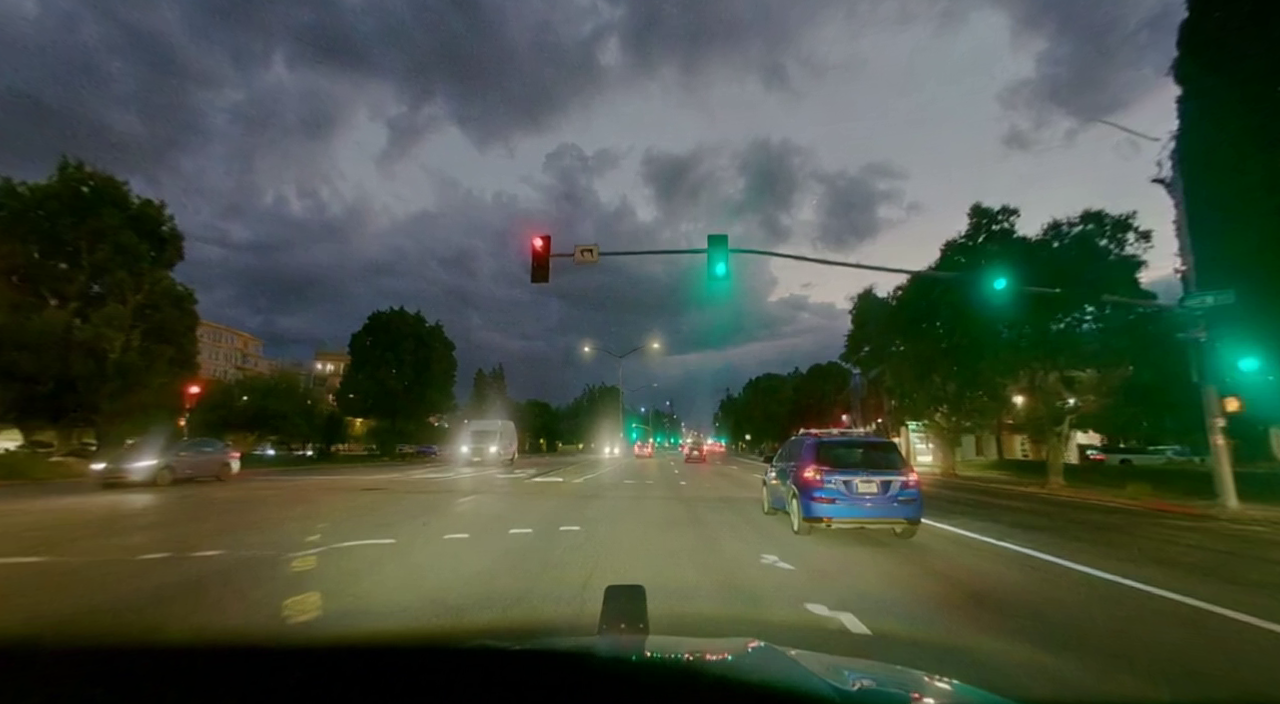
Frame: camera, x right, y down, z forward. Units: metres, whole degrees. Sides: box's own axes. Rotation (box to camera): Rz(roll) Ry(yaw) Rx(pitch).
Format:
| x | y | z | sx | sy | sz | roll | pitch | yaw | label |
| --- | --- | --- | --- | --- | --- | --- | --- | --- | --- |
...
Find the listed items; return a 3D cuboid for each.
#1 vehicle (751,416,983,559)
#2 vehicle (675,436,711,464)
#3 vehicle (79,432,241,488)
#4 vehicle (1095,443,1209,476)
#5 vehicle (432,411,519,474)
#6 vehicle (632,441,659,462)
| x | y | z | sx | sy | sz | roll | pitch | yaw | label |
| --- | --- | --- | --- | --- | --- | --- | --- | --- | --- |
| 2.973 | 1.855 | 9.302 | 1.901 | 1.634 | 3.952 | 0 | -8 | 0 | vehicle |
| 3.730 | 6.969 | 44.802 | 2.154 | 1.844 | 4.634 | 0 | -8 | 0 | vehicle |
| -17.159 | 3.883 | 22.940 | 2.053 | 1.797 | 4.750 | 0 | -8 | 1 | vehicle |
| 27.968 | 5.863 | 34.680 | 2.070 | 1.687 | 4.705 | 1 | -8 | -4 | vehicle |
| -8.358 | 4.759 | 33.004 | 2.524 | 2.885 | 6.868 | 1 | -8 | 1 | vehicle |
| 0.396 | 7.653 | 48.575 | 1.991 | 1.477 | 3.814 | 0 | -8 | 1 | vehicle |
